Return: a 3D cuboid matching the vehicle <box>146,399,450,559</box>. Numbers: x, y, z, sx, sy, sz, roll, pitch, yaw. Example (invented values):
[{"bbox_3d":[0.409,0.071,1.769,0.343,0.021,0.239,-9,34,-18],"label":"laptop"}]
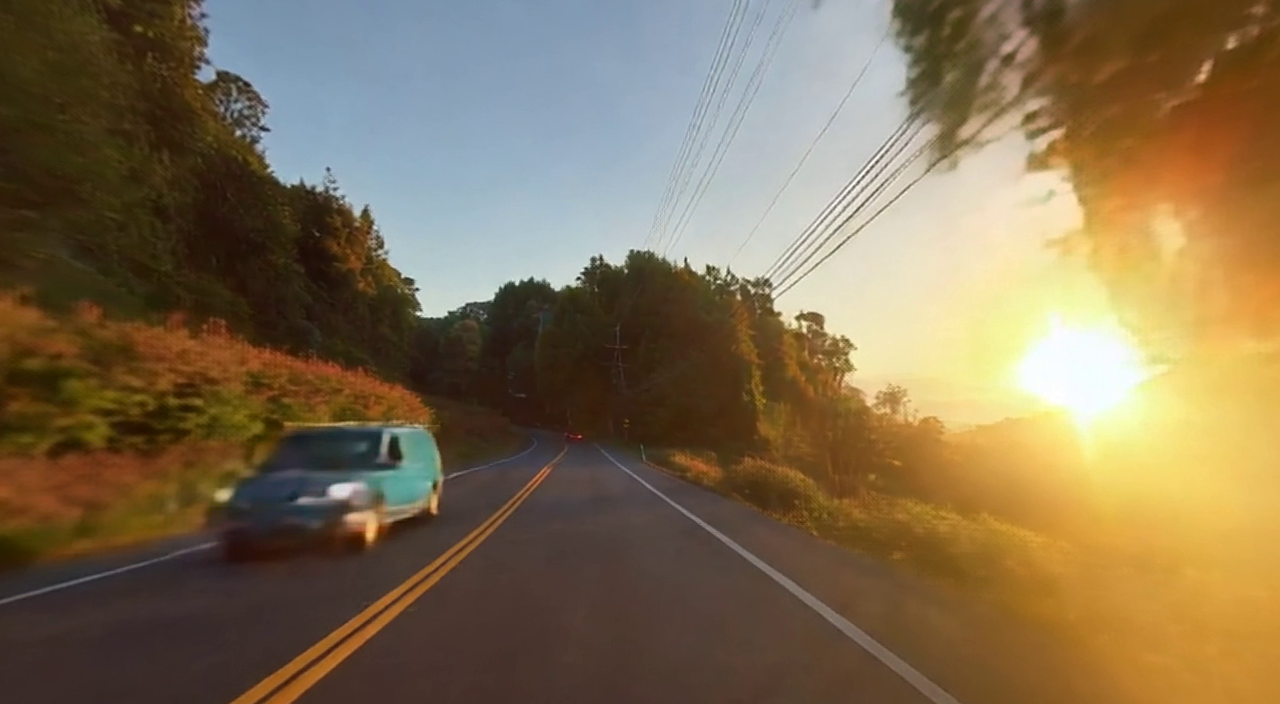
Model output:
[{"bbox_3d":[-4.811,1.857,9.962,2.213,1.882,4.693,0,-8,-1],"label":"vehicle"}]
